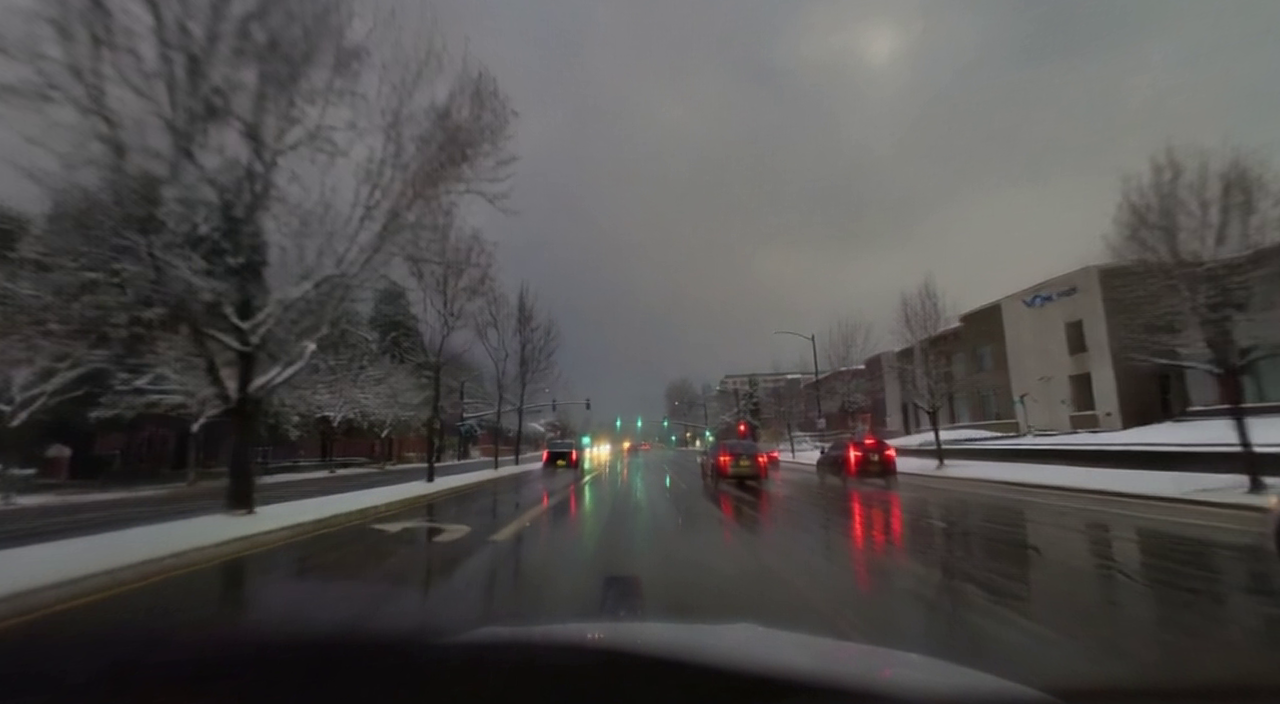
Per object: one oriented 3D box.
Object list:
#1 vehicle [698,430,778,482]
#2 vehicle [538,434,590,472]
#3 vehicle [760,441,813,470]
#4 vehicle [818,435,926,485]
[{"bbox_3d":[3.564,3.902,23.891,2.152,1.742,4.704,0,-8,-1],"label":"vehicle"},{"bbox_3d":[-3.797,5.147,32.357,2.155,1.797,3.989,0,-8,0],"label":"vehicle"},{"bbox_3d":[8.029,5.706,35.067,1.884,1.478,4.164,0,-8,0],"label":"vehicle"},{"bbox_3d":[7.898,3.711,22.061,1.944,1.503,4.723,0,-8,-1],"label":"vehicle"}]
